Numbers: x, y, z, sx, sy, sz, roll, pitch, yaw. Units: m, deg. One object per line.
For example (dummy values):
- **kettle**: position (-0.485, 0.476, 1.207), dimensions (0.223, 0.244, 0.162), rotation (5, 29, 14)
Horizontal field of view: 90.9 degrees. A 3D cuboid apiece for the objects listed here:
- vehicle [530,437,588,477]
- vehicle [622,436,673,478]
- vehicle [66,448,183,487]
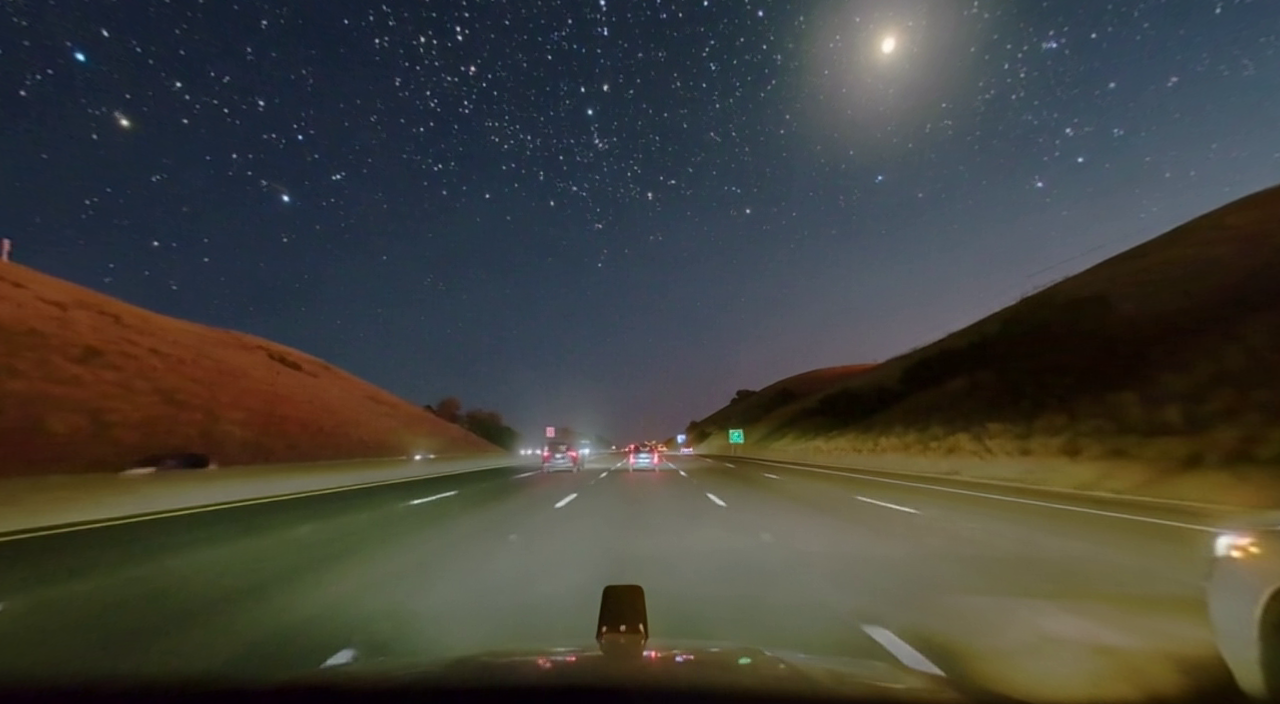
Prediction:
- **vehicle**: position (-3.654, 4.831, 29.249), dimensions (2.076, 1.690, 4.113), rotation (0, -8, 1)
- **vehicle**: position (0.312, 4.599, 27.875), dimensions (2.086, 1.685, 4.206), rotation (0, -8, 0)
- **vehicle**: position (-19.106, 4.263, 23.554), dimensions (1.520, 1.343, 3.294), rotation (0, -9, 0)
